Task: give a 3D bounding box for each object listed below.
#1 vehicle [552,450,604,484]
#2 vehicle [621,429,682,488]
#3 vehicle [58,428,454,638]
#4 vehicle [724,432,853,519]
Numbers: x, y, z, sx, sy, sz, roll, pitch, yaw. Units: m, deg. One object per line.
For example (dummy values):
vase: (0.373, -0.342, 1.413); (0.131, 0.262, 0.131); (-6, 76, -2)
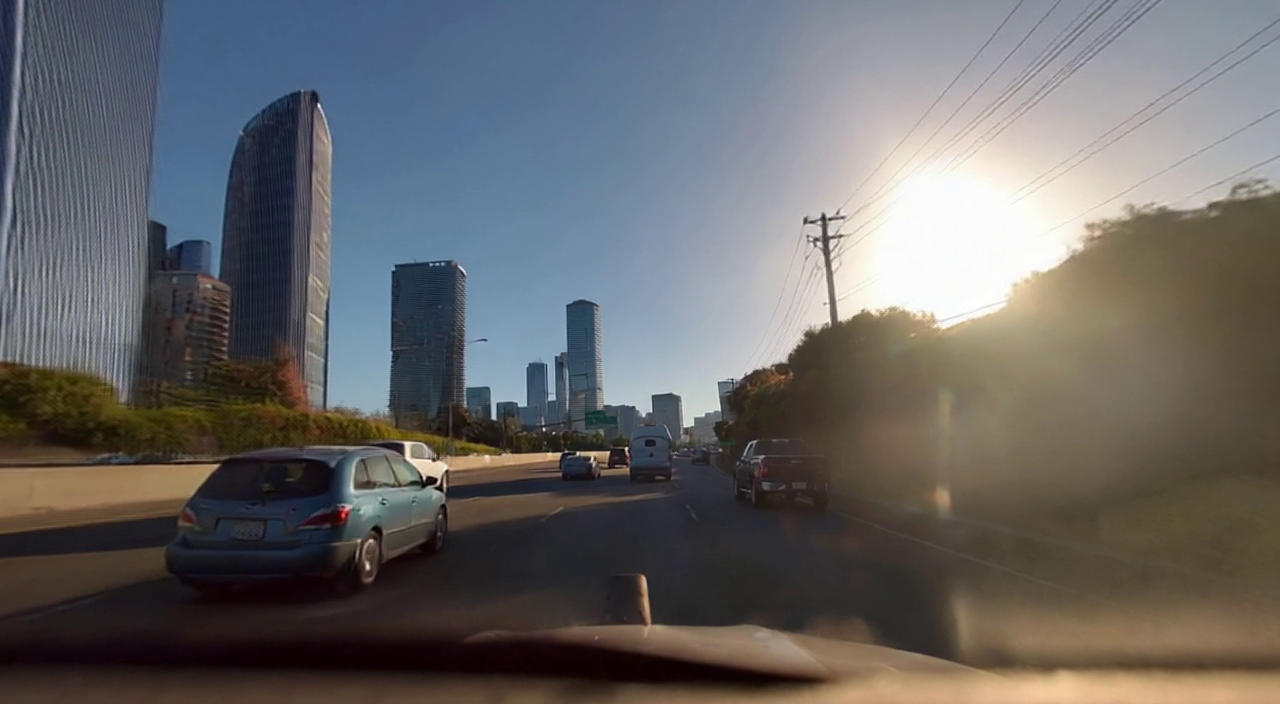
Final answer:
vehicle: (-3.059, 5.769, 31.873); (1.984, 1.567, 4.311); (0, -9, 3)
vehicle: (0.650, 4.840, 28.961); (2.457, 2.440, 5.486); (-1, -9, 4)
vehicle: (-3.616, 1.717, 6.913); (1.934, 1.643, 3.718); (0, -9, 1)
vehicle: (3.602, 3.074, 16.214); (2.283, 1.923, 4.427); (0, -9, 1)
